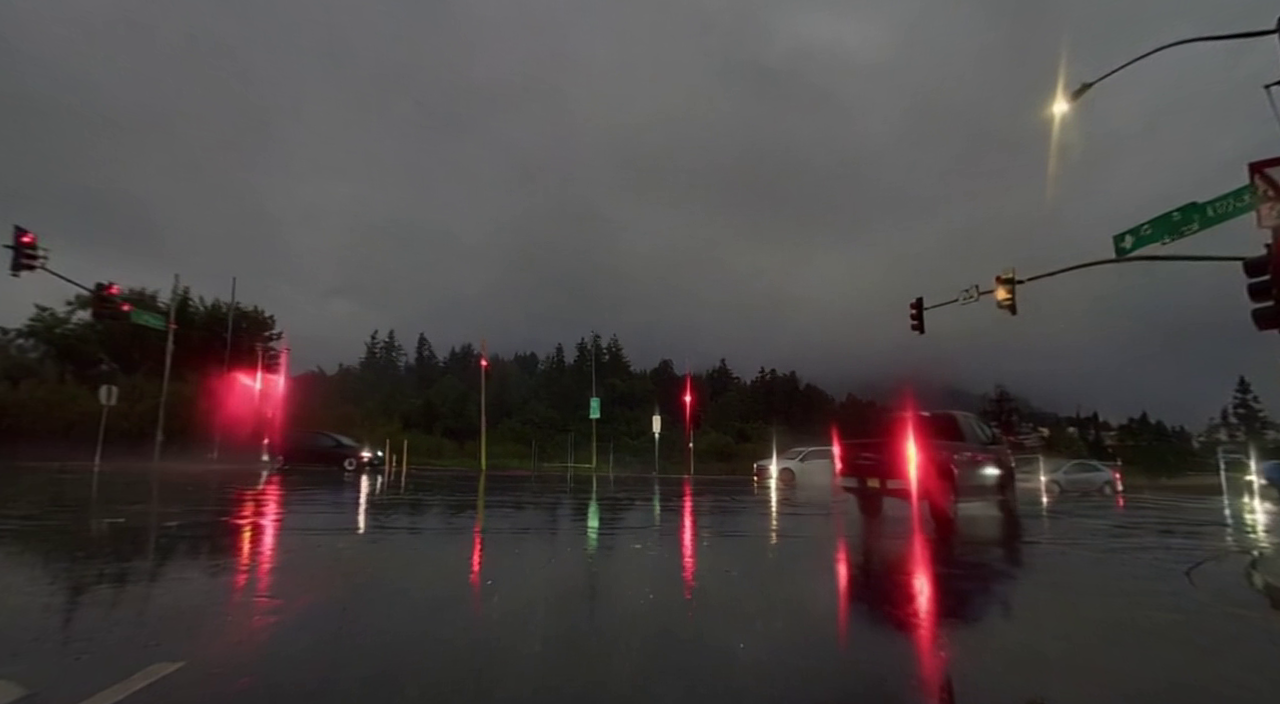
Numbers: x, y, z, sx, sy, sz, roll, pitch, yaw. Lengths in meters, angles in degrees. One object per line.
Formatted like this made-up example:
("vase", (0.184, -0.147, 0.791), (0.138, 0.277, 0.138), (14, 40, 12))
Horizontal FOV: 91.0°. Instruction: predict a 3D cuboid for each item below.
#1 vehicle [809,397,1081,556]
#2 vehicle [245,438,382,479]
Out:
("vehicle", (6.359, 2.357, 12.755), (5.978, 2.400, 2.851), (8, -12, -43))
("vehicle", (-13.554, 4.424, 26.474), (1.964, 1.525, 4.750), (-4, -10, 28))
